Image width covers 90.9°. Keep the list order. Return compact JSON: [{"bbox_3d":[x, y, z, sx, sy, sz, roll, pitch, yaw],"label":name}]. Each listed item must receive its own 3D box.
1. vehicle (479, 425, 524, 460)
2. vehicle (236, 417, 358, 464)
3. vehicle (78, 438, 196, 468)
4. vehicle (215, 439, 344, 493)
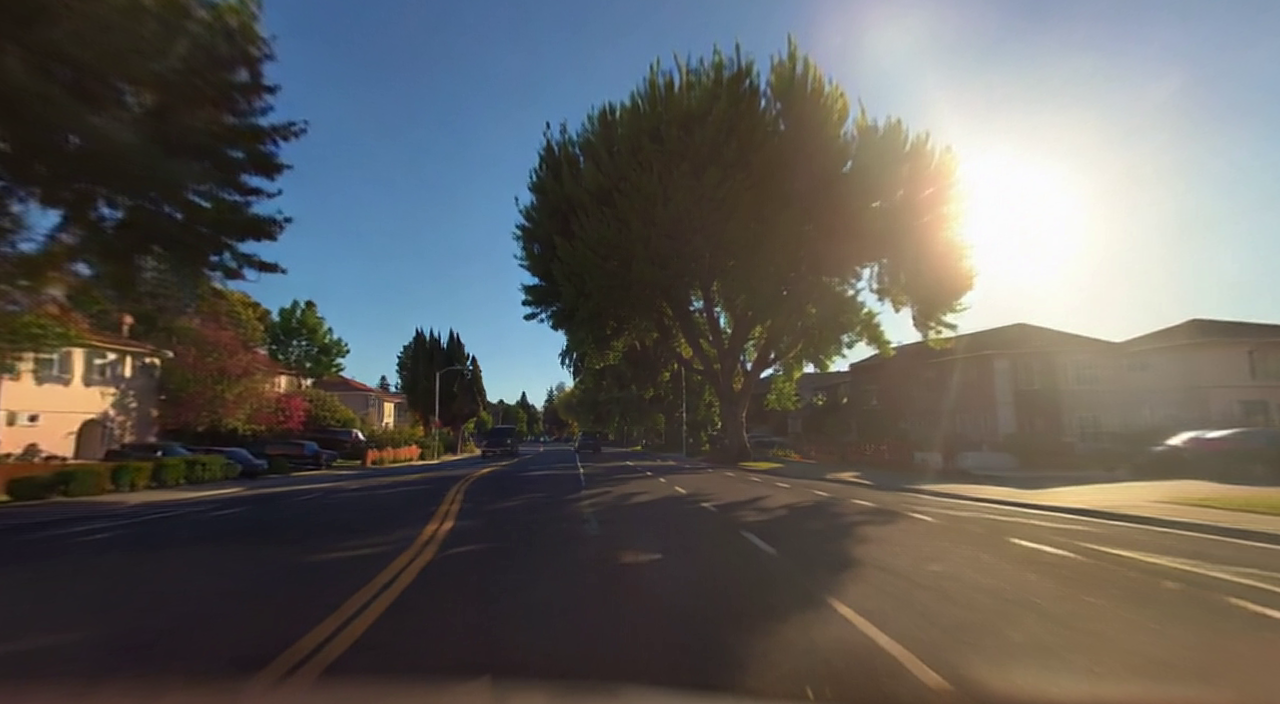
[{"bbox_3d":[-8.693,5.730,40.005,2.281,2.069,4.797,1,-8,-7],"label":"vehicle"},{"bbox_3d":[-21.426,5.533,39.532,6.474,2.781,2.364,-1,-8,9],"label":"vehicle"},{"bbox_3d":[-25.347,5.093,31.872,4.450,1.482,1.948,-1,-8,5],"label":"vehicle"},{"bbox_3d":[-12.348,3.877,21.952,1.881,1.655,4.177,-1,-8,2],"label":"vehicle"}]
